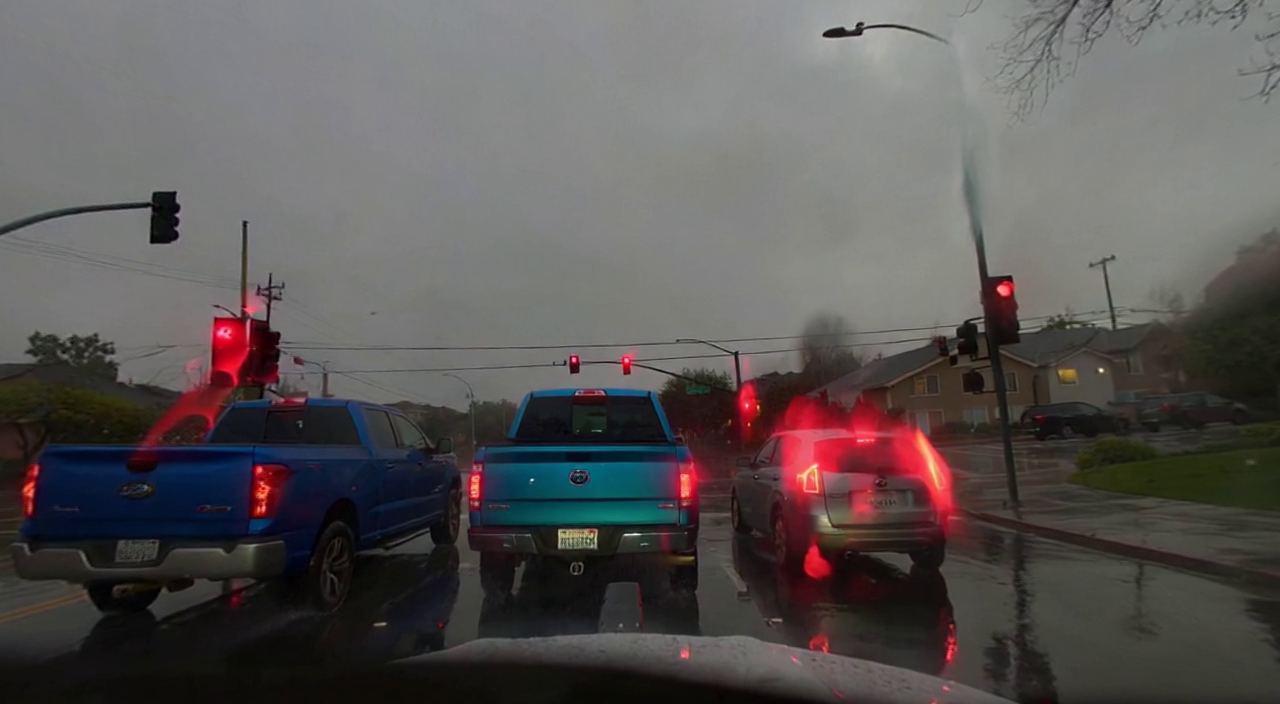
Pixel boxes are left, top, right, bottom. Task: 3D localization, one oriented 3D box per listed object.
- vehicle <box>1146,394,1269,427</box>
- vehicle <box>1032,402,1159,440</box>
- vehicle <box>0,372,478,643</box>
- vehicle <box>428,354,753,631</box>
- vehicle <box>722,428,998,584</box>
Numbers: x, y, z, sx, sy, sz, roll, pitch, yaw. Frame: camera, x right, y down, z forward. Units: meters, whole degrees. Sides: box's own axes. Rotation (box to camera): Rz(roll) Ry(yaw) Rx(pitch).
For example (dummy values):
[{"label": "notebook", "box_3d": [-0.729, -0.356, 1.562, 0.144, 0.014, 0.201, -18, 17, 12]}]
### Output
[{"label": "vehicle", "box_3d": [29.275, 3.049, 32.685, 4.540, 1.543, 1.803, 0, -9, 1]}, {"label": "vehicle", "box_3d": [23.299, 3.592, 32.488, 4.721, 1.866, 2.188, 0, -9, 2]}, {"label": "vehicle", "box_3d": [-3.464, 1.431, 6.944, 2.146, 1.828, 5.148, 0, -9, -2]}, {"label": "vehicle", "box_3d": [-0.376, 1.312, 6.767, 2.282, 1.964, 4.421, 0, -9, -1]}, {"label": "vehicle", "box_3d": [2.405, 1.815, 8.317, 2.016, 1.481, 4.336, 0, -9, -1]}]
